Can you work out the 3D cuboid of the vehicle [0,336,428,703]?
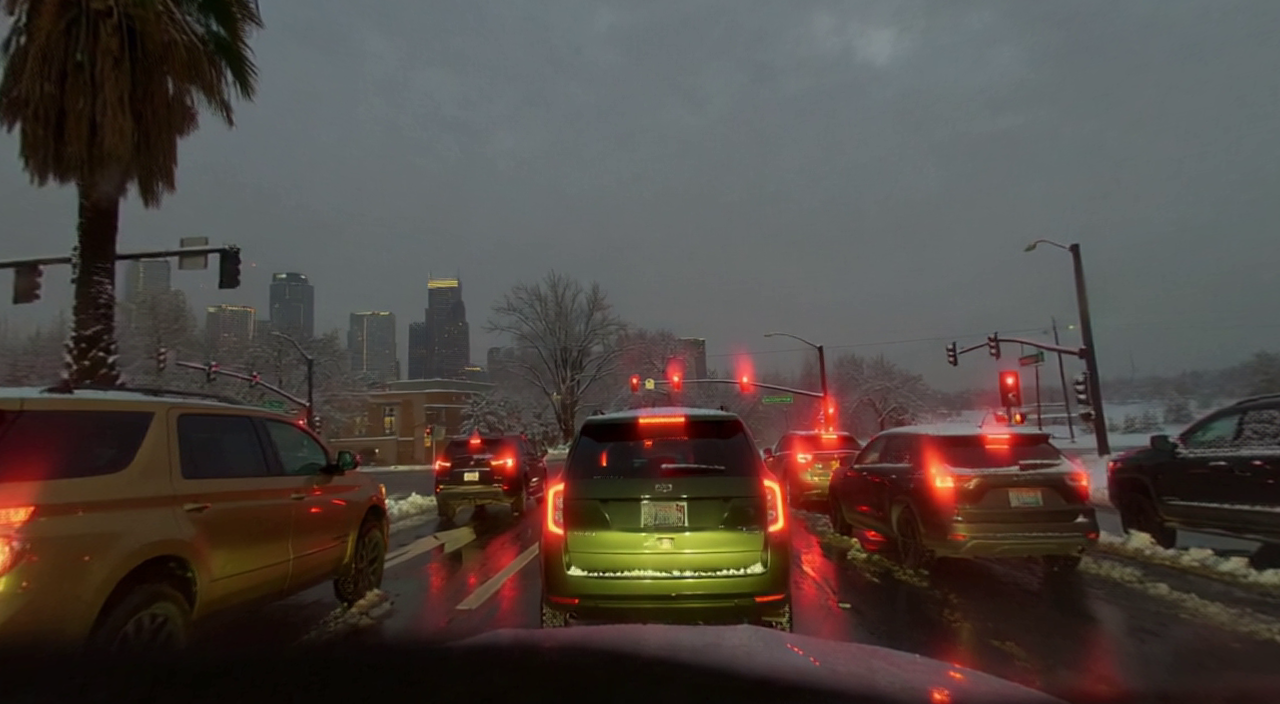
[{"bbox_3d":[-3.181,1.084,3.913,2.171,1.702,4.416,0,-8,0],"label":"vehicle"}]

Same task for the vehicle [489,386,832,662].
[{"bbox_3d":[0.157,1.374,6.045,2.123,1.704,4.128,0,-9,1],"label":"vehicle"}]

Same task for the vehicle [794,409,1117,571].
[{"bbox_3d":[3.994,1.851,9.315,2.072,1.704,5.170,0,-8,-1],"label":"vehicle"}]

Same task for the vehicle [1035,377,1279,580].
[{"bbox_3d":[7.317,1.339,6.849,2.337,1.925,5.728,0,-8,1],"label":"vehicle"}]
